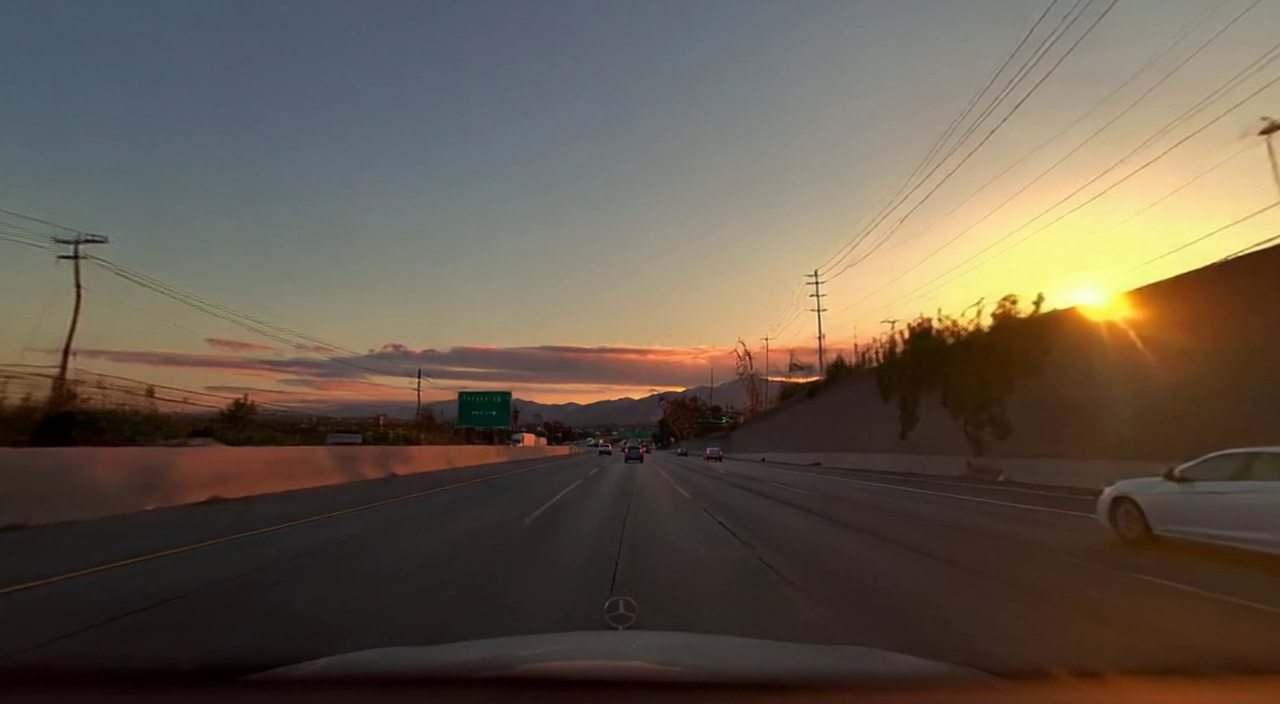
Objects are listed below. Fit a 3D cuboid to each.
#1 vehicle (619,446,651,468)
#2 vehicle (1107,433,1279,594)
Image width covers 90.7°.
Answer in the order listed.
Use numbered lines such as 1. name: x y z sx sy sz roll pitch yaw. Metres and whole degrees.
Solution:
1. vehicle: -0.402 7.375 44.754 2.109 1.489 4.027 0 -8 -2
2. vehicle: 6.796 1.468 5.750 1.876 1.451 4.154 0 -8 -1
